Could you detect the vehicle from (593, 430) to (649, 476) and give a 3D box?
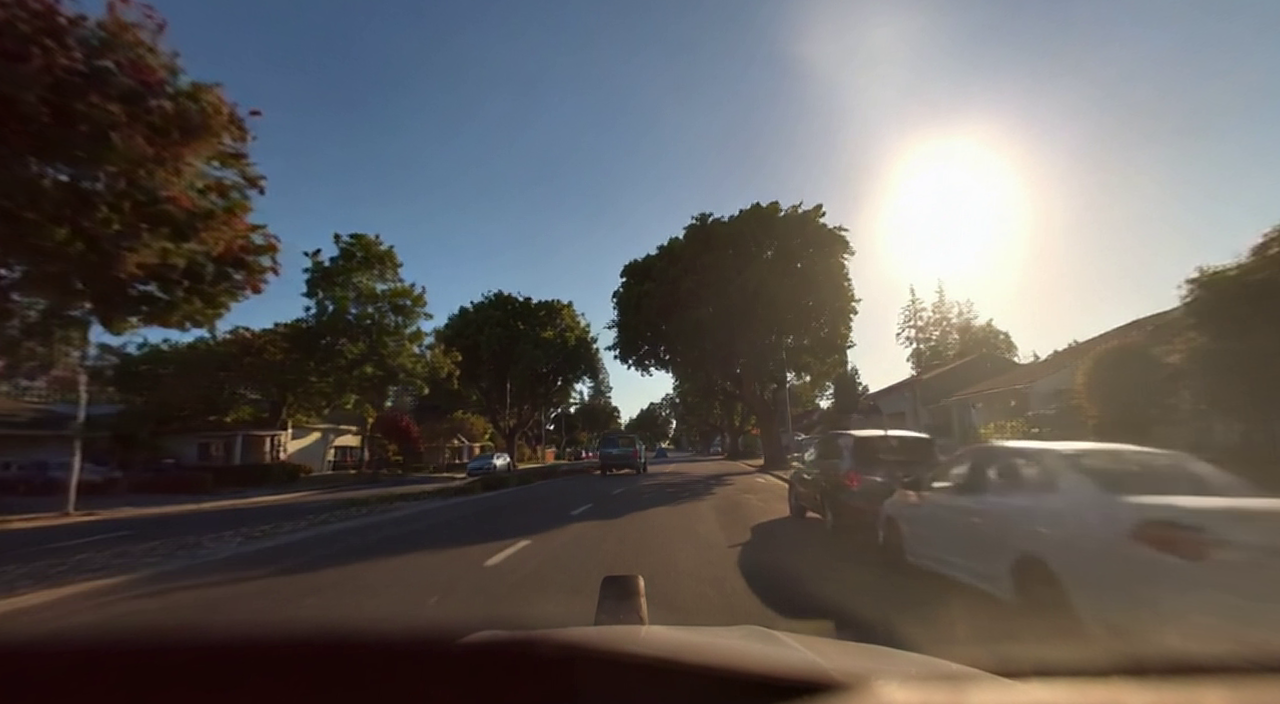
[{"bbox_3d":[-0.854,5.031,31.561,2.085,2.084,5.133,-1,-9,6],"label":"vehicle"}]

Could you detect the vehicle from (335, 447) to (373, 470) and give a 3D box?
[{"bbox_3d":[-21.795,8.113,48.255,1.940,1.554,4.237,2,-8,-15],"label":"vehicle"}]

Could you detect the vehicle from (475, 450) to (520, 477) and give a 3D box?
[{"bbox_3d":[-10.181,7.973,45.409,2.002,1.598,4.366,-6,-9,2],"label":"vehicle"}]

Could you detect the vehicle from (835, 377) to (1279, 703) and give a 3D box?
[{"bbox_3d":[3.113,1.260,4.724,2.040,1.643,4.446,-1,-9,2],"label":"vehicle"}]
